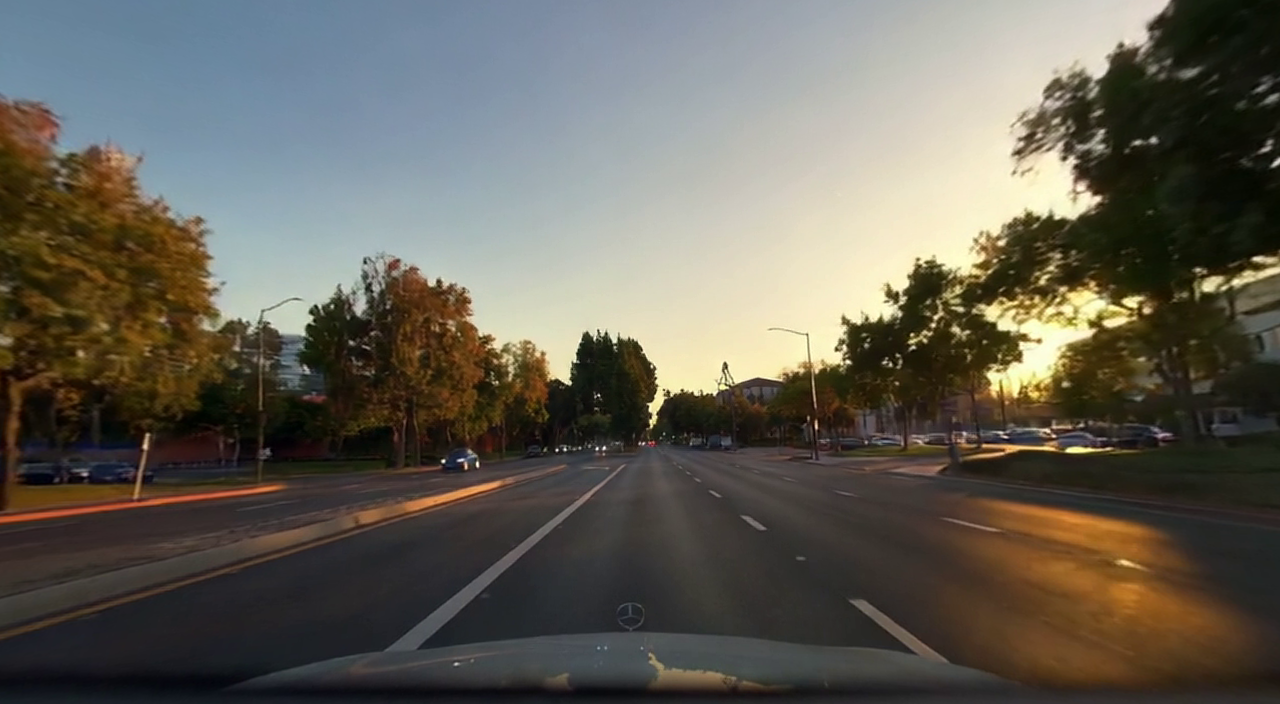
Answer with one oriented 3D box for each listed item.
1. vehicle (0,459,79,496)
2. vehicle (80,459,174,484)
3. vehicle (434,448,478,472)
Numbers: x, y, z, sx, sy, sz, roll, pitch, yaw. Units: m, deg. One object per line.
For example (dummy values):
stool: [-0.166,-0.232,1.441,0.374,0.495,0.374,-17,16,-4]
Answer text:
vehicle: [-34.230,6.741,33.986,5.398,1.832,2.197,1,-8,-10]
vehicle: [-40.526,9.445,49.926,5.288,1.786,2.076,2,-9,-15]
vehicle: [-14.270,8.374,49.152,1.983,1.725,4.359,-1,-8,2]
